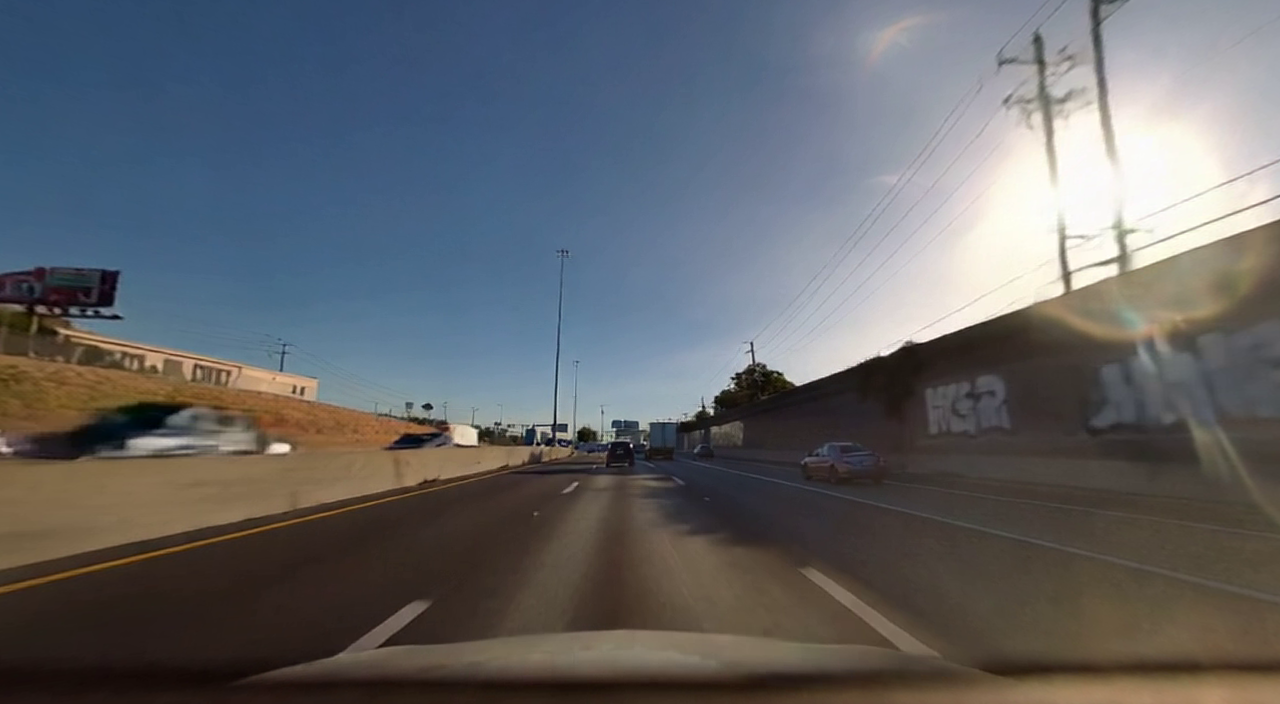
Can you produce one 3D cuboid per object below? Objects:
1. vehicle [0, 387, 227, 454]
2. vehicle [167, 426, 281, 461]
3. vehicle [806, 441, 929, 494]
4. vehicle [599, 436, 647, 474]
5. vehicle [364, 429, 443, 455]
[{"bbox_3d":[-10.752,1.457,12.647,2.021,1.111,4.395,0,-9,0],"label":"vehicle"},{"bbox_3d":[-17.584,3.939,26.996,1.851,1.358,4.433,0,-9,0],"label":"vehicle"},{"bbox_3d":[7.043,3.612,20.206,2.018,1.451,4.762,0,-9,-2],"label":"vehicle"},{"bbox_3d":[-0.793,4.934,30.287,2.191,1.685,3.353,0,-9,-1],"label":"vehicle"},{"bbox_3d":[-9.996,3.863,27.001,1.884,0.990,3.895,0,-9,0],"label":"vehicle"}]
